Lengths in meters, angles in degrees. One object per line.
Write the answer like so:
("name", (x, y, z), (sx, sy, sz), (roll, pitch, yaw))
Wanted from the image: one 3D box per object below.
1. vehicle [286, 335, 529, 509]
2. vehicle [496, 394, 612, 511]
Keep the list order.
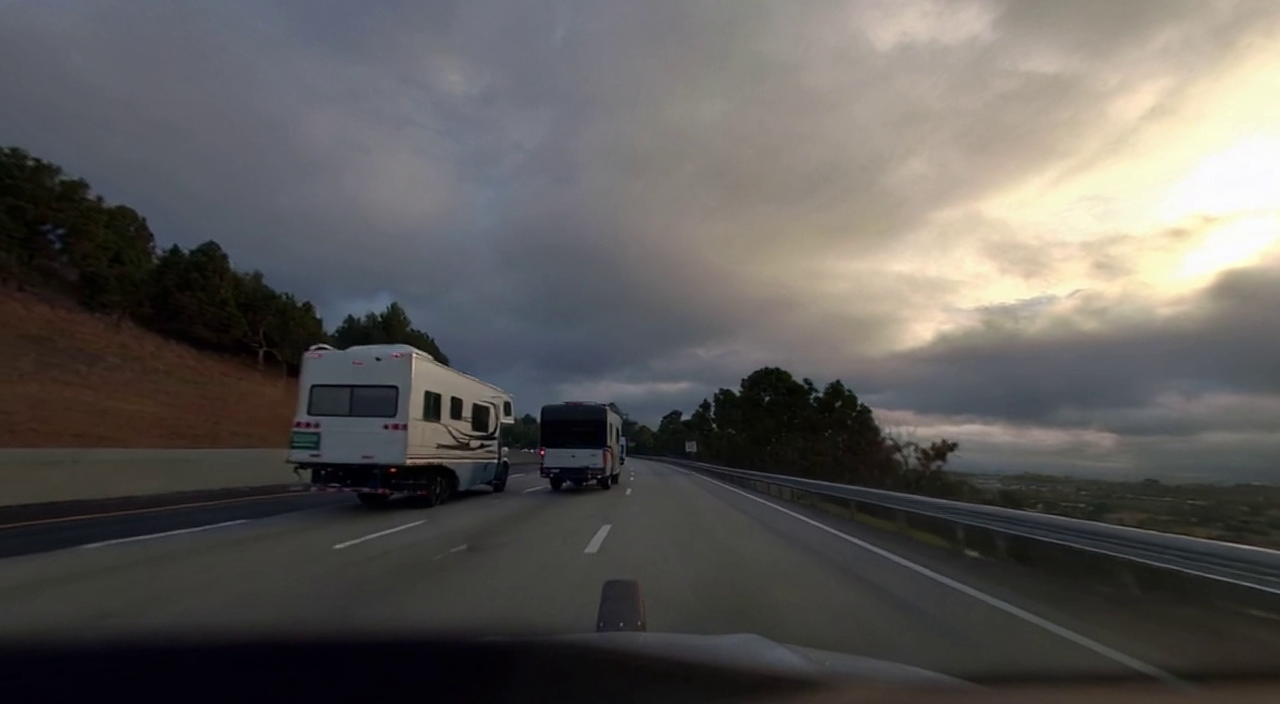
("vehicle", (-6.627, 2.673, 21.819), (2.929, 4.010, 14.446), (0, -9, 0))
("vehicle", (-1.990, 2.512, 15.938), (2.331, 2.583, 3.743), (0, -9, 1))
